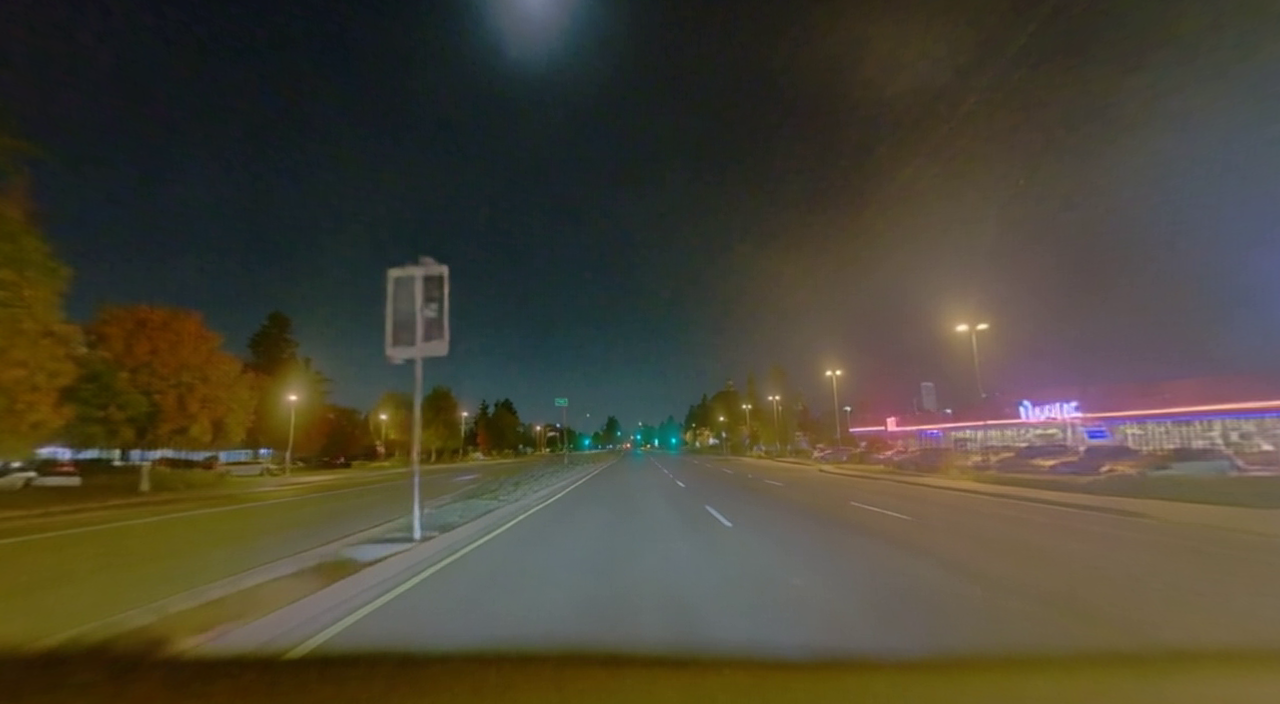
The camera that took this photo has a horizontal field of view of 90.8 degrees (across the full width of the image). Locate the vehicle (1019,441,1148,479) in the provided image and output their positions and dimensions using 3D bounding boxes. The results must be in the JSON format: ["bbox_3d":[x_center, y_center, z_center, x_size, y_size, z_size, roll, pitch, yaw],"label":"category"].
[{"bbox_3d":[20.268,4.945,29.046,4.407,1.616,1.929,0,-9,1],"label":"vehicle"}]

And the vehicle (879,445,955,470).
[{"bbox_3d":[19.658,7.534,45.015,4.403,1.436,1.918,-2,-13,1],"label":"vehicle"}]

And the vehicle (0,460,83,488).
[{"bbox_3d":[-41.179,8.264,42.879,4.564,1.780,2.039,0,-9,-3],"label":"vehicle"}]

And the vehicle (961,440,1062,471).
[{"bbox_3d":[20.053,5.599,34.243,4.222,1.610,1.948,0,-9,-1],"label":"vehicle"}]

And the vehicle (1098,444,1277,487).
[{"bbox_3d":[20.248,4.190,23.519,4.805,1.473,2.046,0,-9,-3],"label":"vehicle"}]
